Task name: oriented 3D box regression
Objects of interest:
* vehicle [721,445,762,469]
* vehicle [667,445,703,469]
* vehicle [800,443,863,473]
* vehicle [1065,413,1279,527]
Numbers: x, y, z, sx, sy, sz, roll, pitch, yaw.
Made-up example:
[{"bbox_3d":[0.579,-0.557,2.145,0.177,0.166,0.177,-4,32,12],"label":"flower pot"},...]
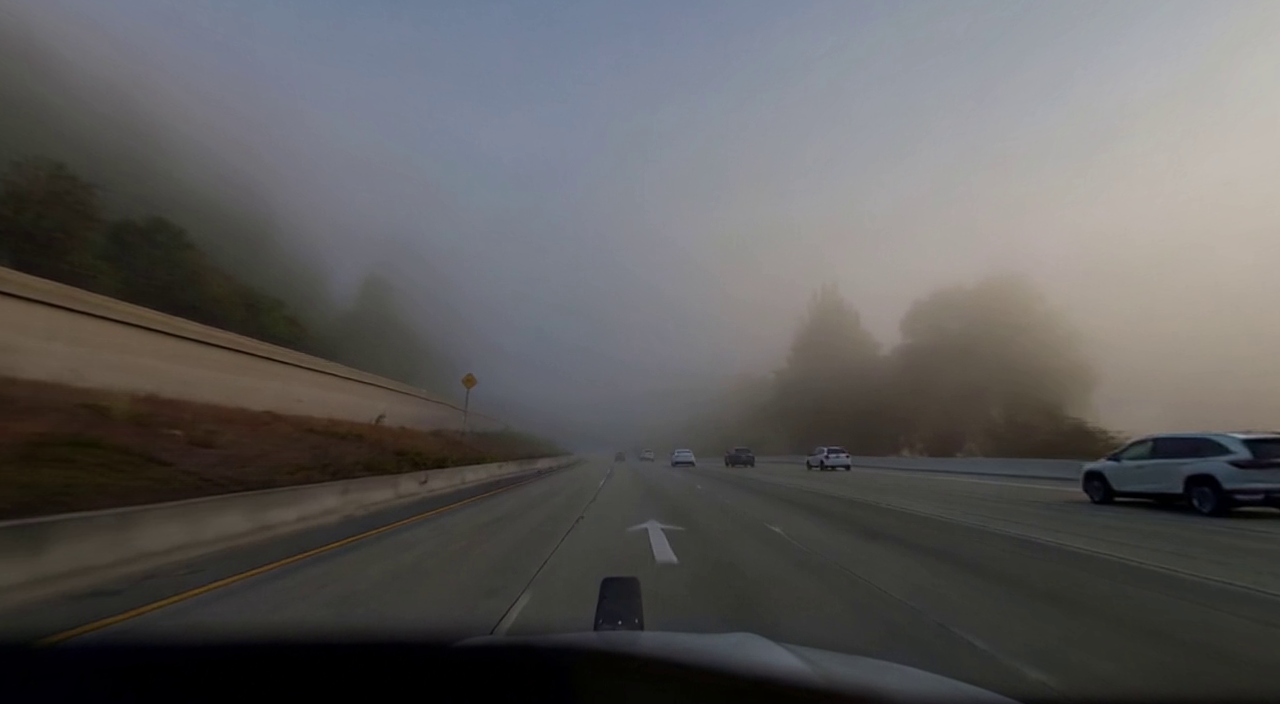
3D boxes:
[{"bbox_3d":[6.862,7.122,42.929,1.904,1.488,4.299,1,-8,-3],"label":"vehicle"},{"bbox_3d":[2.904,6.913,41.644,1.934,1.491,3.982,1,-8,-3],"label":"vehicle"},{"bbox_3d":[10.577,5.871,35.078,1.987,1.546,4.271,1,-8,-3],"label":"vehicle"},{"bbox_3d":[10.857,2.174,12.124,2.077,1.763,4.472,0,-8,-1],"label":"vehicle"}]
